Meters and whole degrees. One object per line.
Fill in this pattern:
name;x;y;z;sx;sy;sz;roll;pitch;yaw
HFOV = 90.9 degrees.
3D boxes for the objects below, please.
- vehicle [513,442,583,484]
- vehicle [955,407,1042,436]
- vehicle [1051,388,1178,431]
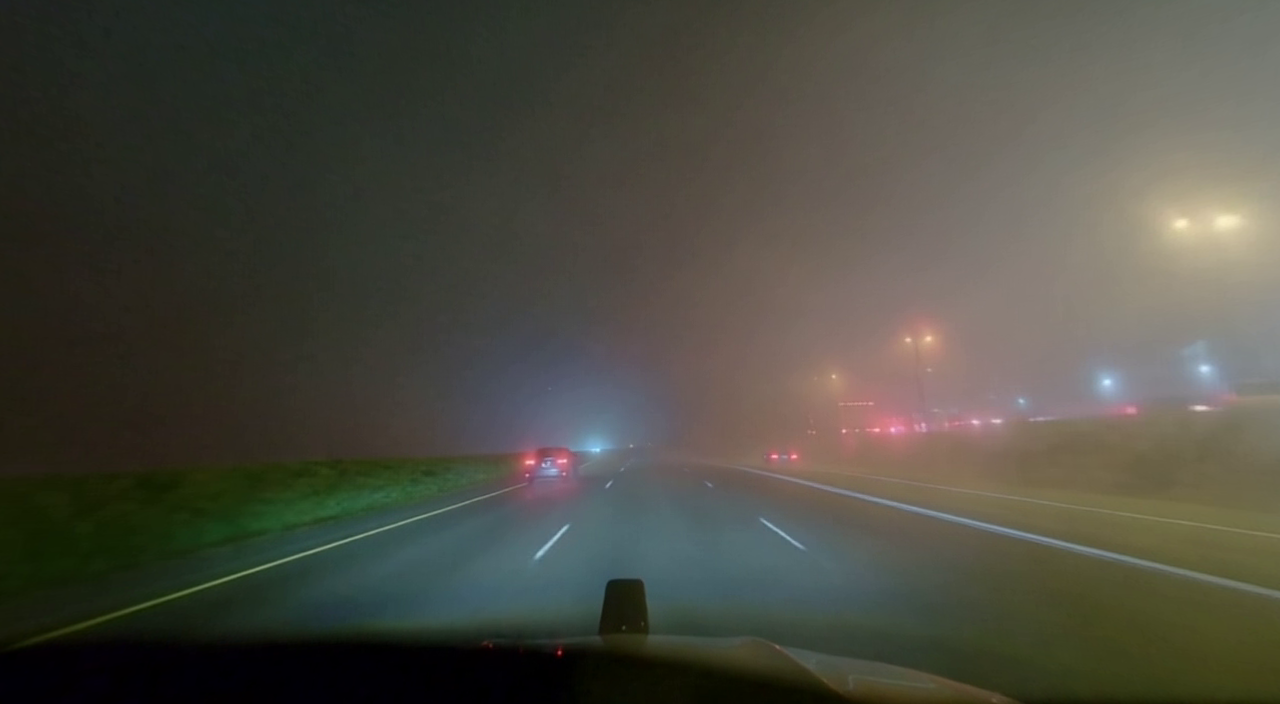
vehicle;-3.553;4.381;25.305;2.021;1.526;4.385;0;-8;2
vehicle;21.872;4.322;38.687;4.449;1.608;1.973;-4;-10;27
vehicle;21.898;2.722;29.323;4.214;1.476;1.936;-7;-14;24
